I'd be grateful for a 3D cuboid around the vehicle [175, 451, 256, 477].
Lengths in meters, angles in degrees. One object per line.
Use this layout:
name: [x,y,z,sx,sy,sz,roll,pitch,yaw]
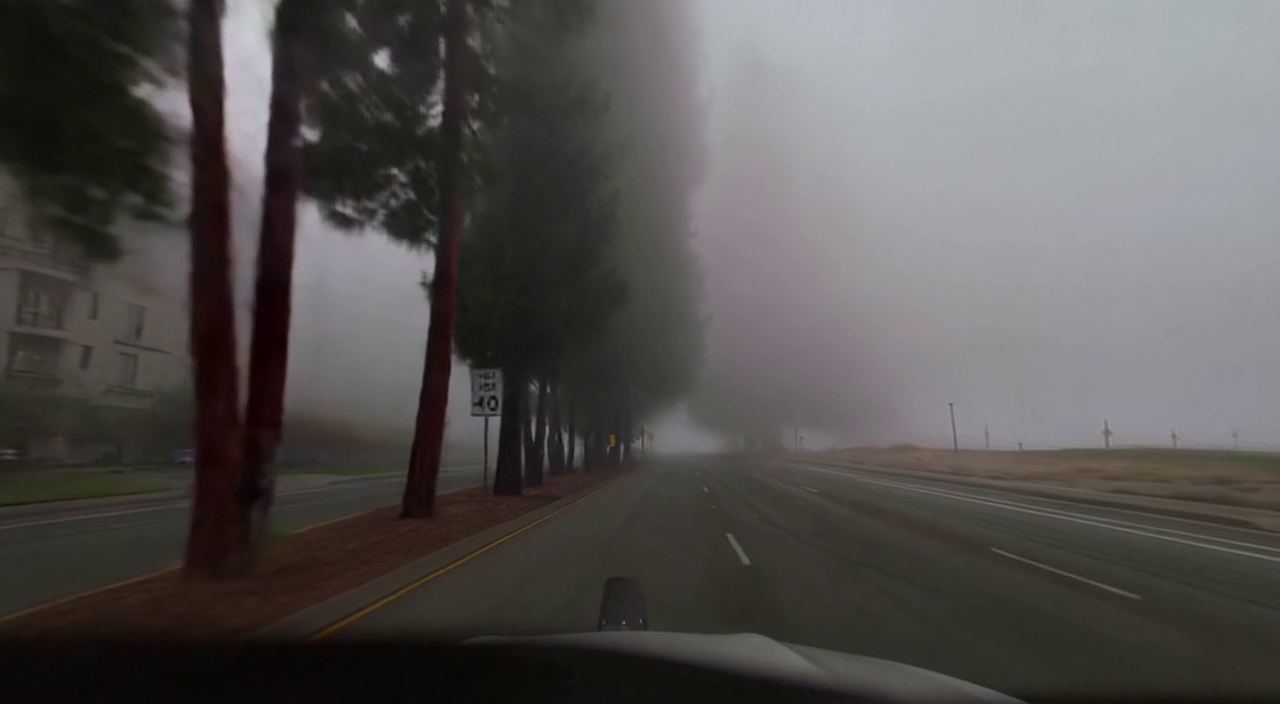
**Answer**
vehicle: [-25.569,6.738,38.052,3.651,1.453,1.643,0,-8,2]
